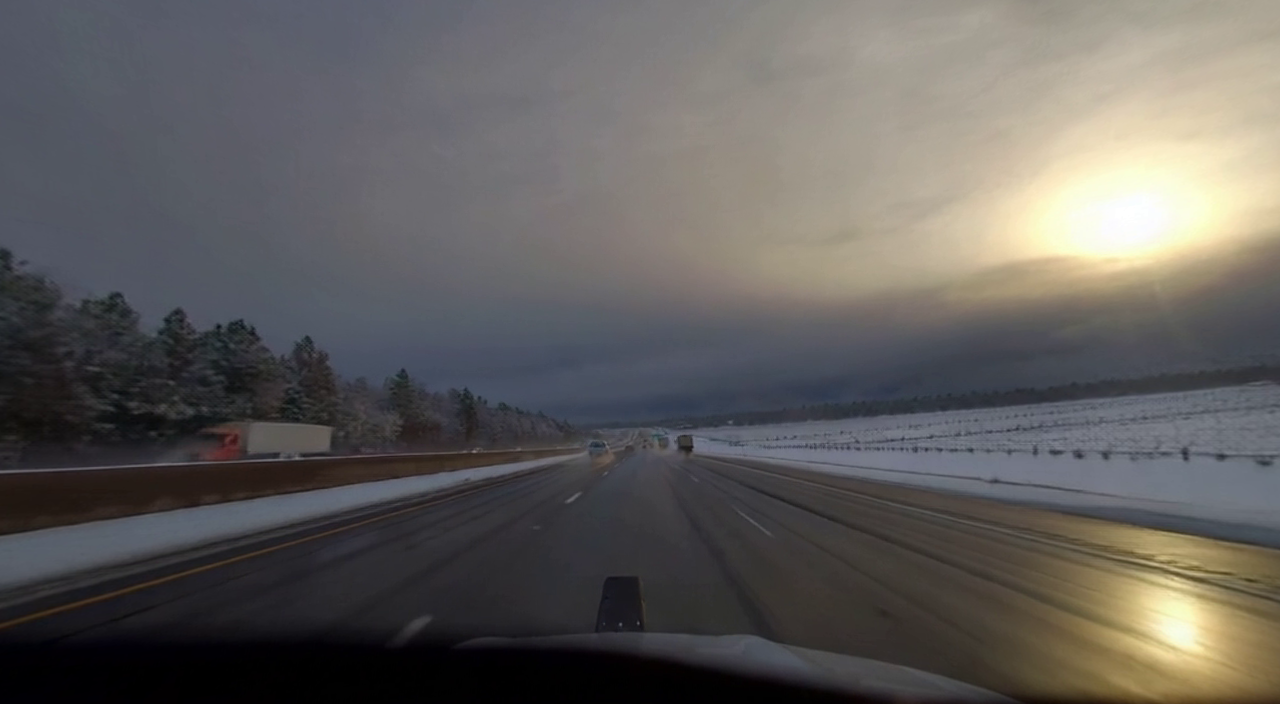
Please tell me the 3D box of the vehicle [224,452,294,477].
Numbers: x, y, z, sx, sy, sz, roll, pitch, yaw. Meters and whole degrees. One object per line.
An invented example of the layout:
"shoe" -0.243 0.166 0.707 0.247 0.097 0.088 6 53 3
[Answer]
"vehicle" -24.473 7.188 40.617 1.791 1.476 4.286 0 -9 1
